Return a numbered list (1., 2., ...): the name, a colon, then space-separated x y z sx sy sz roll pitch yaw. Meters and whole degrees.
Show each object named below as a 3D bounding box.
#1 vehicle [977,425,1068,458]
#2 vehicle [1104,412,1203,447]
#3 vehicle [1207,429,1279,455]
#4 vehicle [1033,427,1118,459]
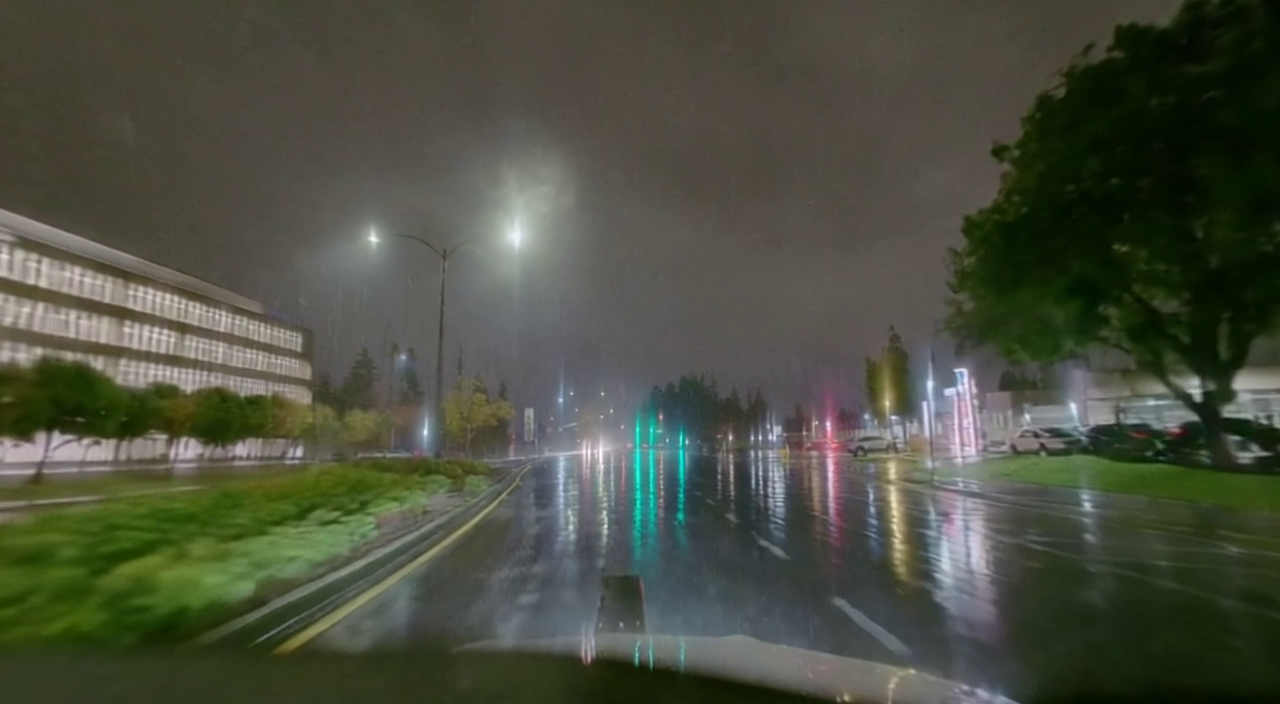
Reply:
1. vehicle: 22.886 5.391 38.053 2.133 1.853 5.009 0 -8 -3
2. vehicle: 31.257 4.819 38.651 2.007 1.782 4.355 -3 -10 -5
3. vehicle: 36.484 5.388 37.803 1.578 1.401 3.547 -3 -9 -2
4. vehicle: 25.780 5.408 37.598 1.874 1.808 4.159 0 -8 -3
